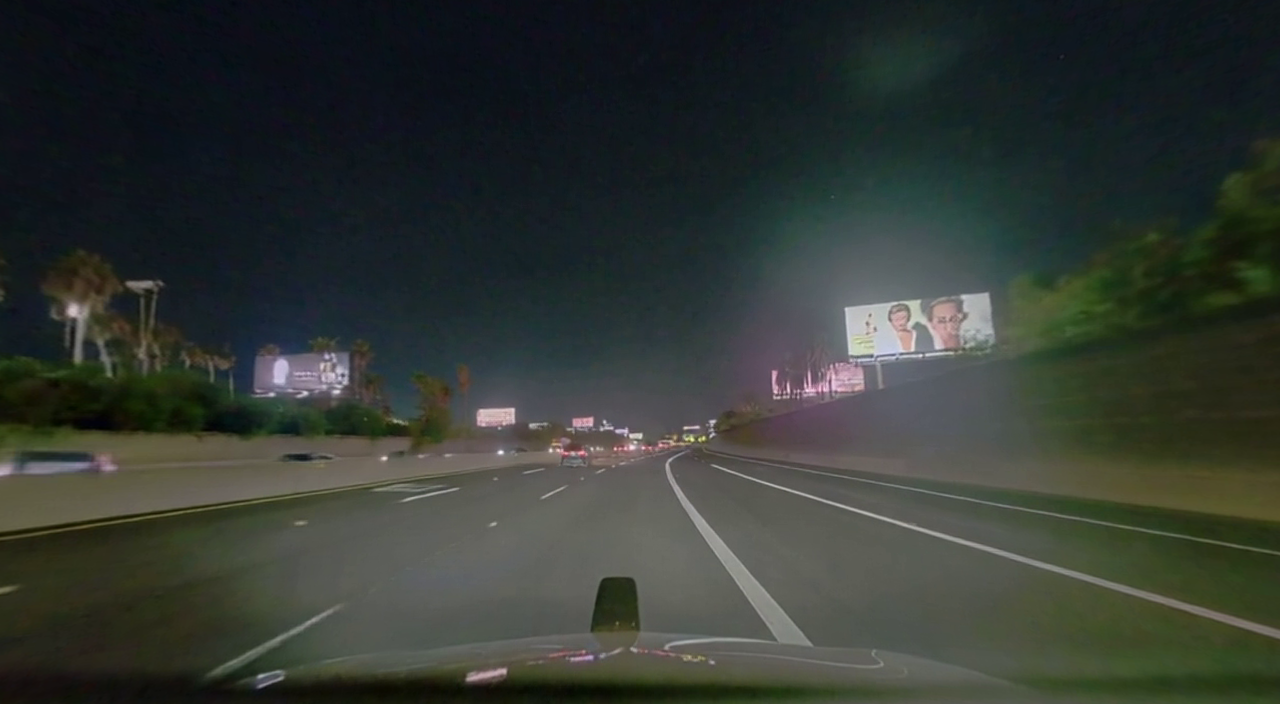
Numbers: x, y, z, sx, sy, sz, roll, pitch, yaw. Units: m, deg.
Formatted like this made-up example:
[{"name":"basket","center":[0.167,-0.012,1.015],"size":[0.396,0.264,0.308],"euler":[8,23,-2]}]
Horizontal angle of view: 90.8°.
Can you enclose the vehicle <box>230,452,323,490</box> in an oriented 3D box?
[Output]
[{"name":"vehicle","center":[-14.699,4.814,25.770],"size":[1.603,1.379,3.469],"euler":[0,-9,2]}]

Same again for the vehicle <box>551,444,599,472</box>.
[{"name":"vehicle","center":[-3.694,6.094,36.568],"size":[2.078,1.457,4.648],"euler":[-1,-8,3]}]
